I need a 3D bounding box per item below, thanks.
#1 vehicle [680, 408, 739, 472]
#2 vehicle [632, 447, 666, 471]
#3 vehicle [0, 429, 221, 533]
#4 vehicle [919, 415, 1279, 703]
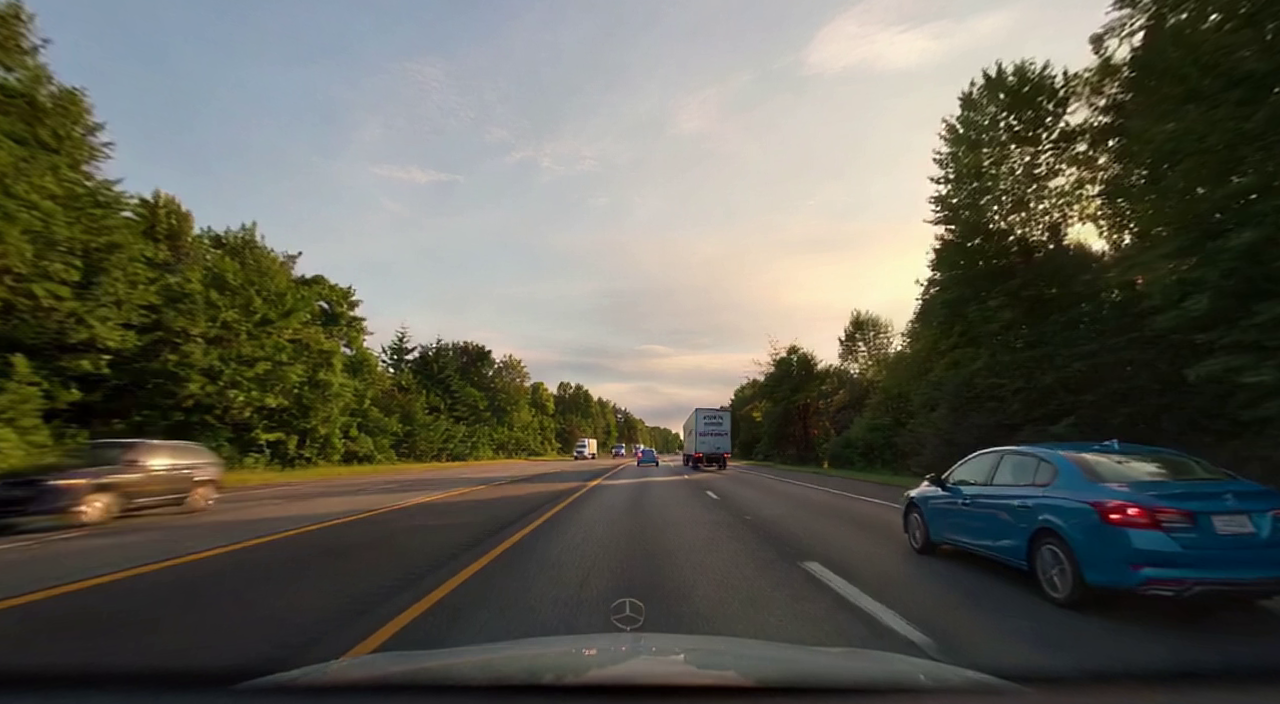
[{"bbox_3d":[4.864,6.706,47.196,2.909,4.074,14.457,0,-9,1],"label":"vehicle"},{"bbox_3d":[0.582,6.952,40.963,2.074,1.475,3.960,0,-9,1],"label":"vehicle"},{"bbox_3d":[-12.493,2.858,14.581,2.134,1.960,4.875,0,-9,1],"label":"vehicle"},{"bbox_3d":[4.264,1.394,5.221,2.169,1.531,3.775,0,-9,0],"label":"vehicle"}]
